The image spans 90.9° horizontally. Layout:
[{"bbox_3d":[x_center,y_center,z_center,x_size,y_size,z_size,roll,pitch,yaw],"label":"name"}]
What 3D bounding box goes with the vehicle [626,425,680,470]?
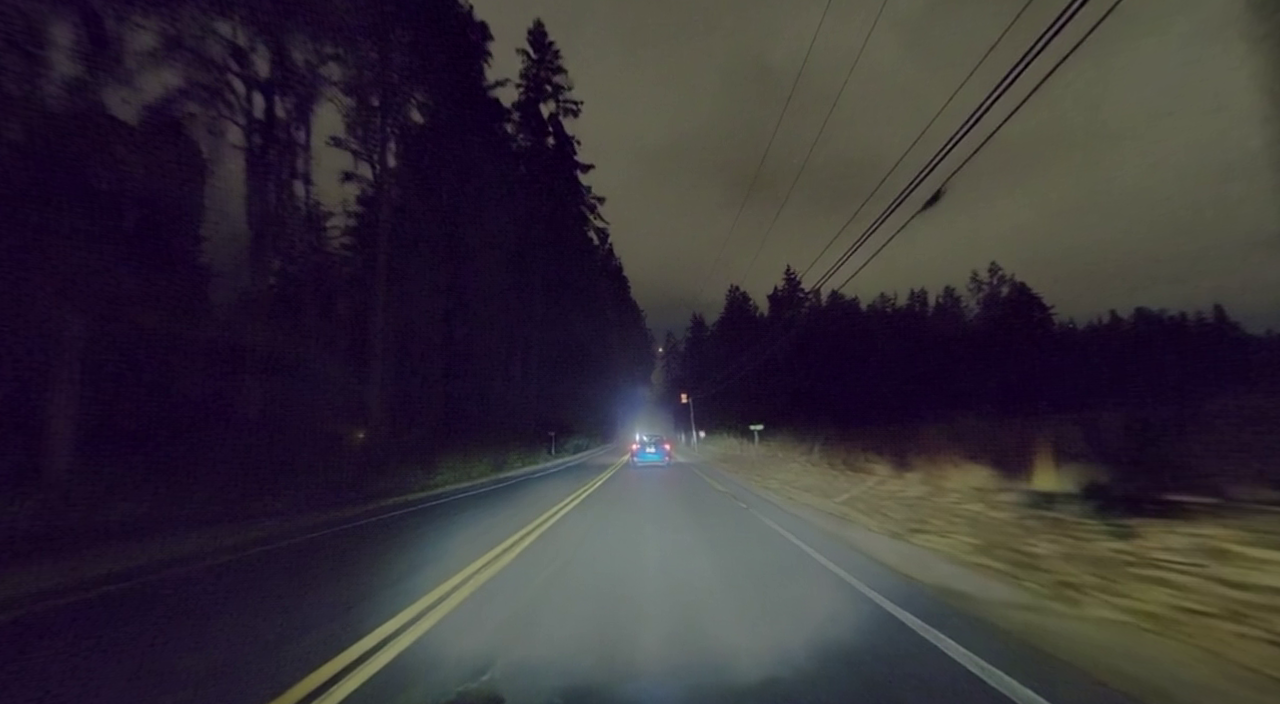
[{"bbox_3d":[0.611,4.683,30.958,2.468,2.056,4.422,0,-8,1],"label":"vehicle"}]
